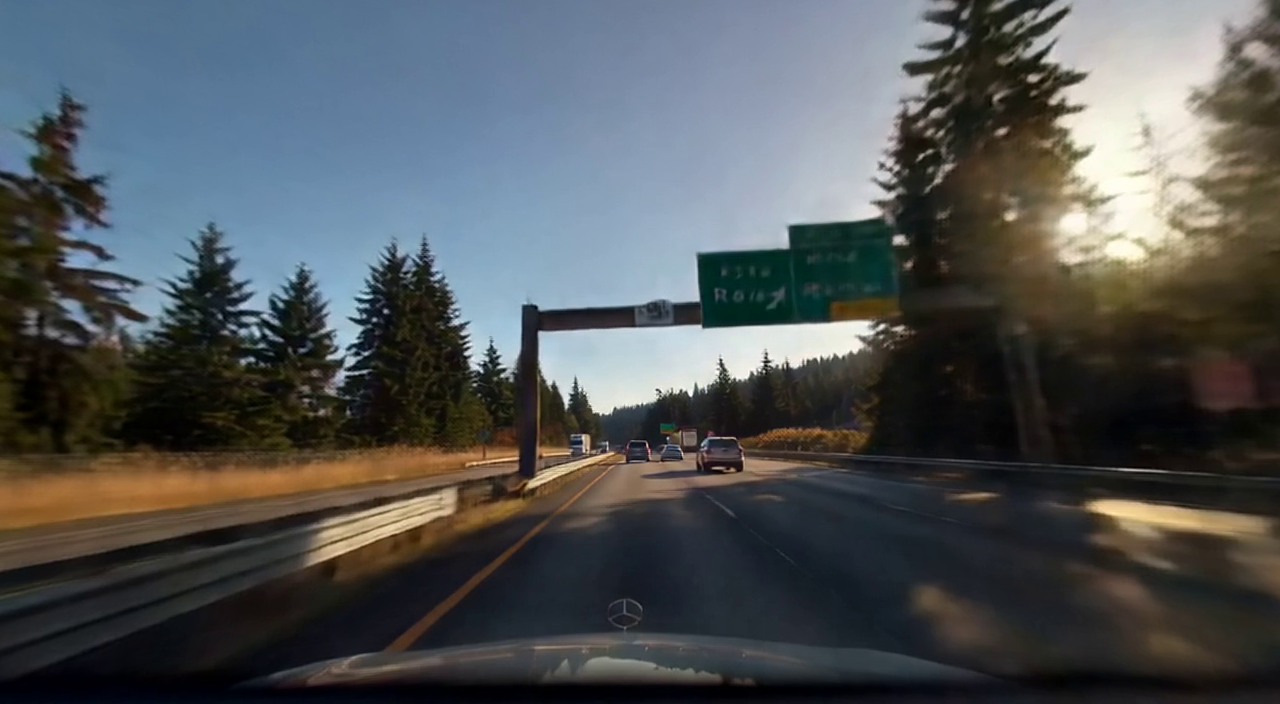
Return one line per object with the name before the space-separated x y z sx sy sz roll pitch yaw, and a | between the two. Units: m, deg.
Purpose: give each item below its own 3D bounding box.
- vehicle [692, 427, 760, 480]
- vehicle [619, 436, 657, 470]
vehicle | 3.425 4.172 25.938 1.981 1.984 4.623 0 -9 -2
vehicle | -0.149 6.157 38.266 2.192 1.912 4.524 0 -9 -1
